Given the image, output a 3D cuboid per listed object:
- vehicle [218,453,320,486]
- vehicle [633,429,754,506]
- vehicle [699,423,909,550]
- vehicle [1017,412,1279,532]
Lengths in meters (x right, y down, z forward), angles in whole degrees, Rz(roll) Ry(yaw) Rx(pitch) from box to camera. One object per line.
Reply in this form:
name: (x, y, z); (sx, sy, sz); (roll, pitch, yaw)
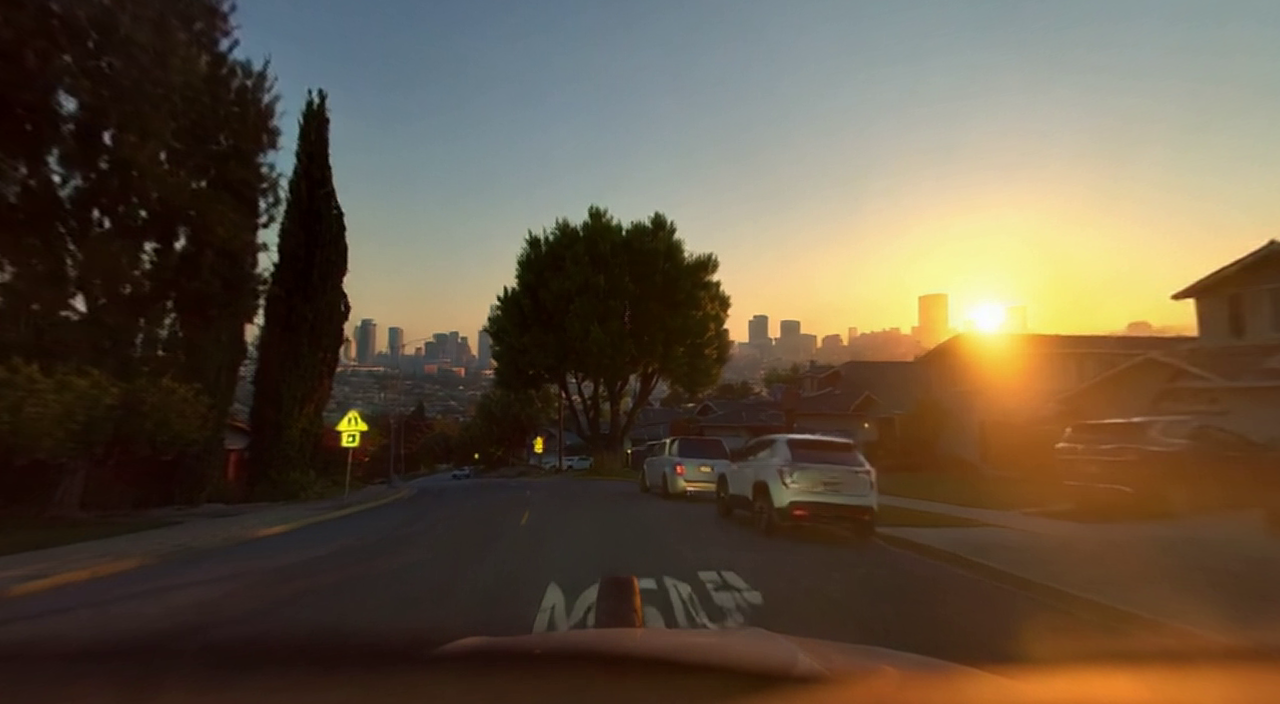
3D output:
vehicle: (-20.349, 6.433, 34.830); (4.464, 1.681, 1.906); (3, -10, -18)
vehicle: (1.298, 3.281, 18.298); (2.180, 1.849, 5.423); (2, -9, -10)
vehicle: (2.421, 2.172, 10.861); (1.965, 1.663, 4.744); (1, -9, -5)
vehicle: (9.252, 2.111, 11.467); (4.469, 1.780, 1.970); (5, -10, -28)
